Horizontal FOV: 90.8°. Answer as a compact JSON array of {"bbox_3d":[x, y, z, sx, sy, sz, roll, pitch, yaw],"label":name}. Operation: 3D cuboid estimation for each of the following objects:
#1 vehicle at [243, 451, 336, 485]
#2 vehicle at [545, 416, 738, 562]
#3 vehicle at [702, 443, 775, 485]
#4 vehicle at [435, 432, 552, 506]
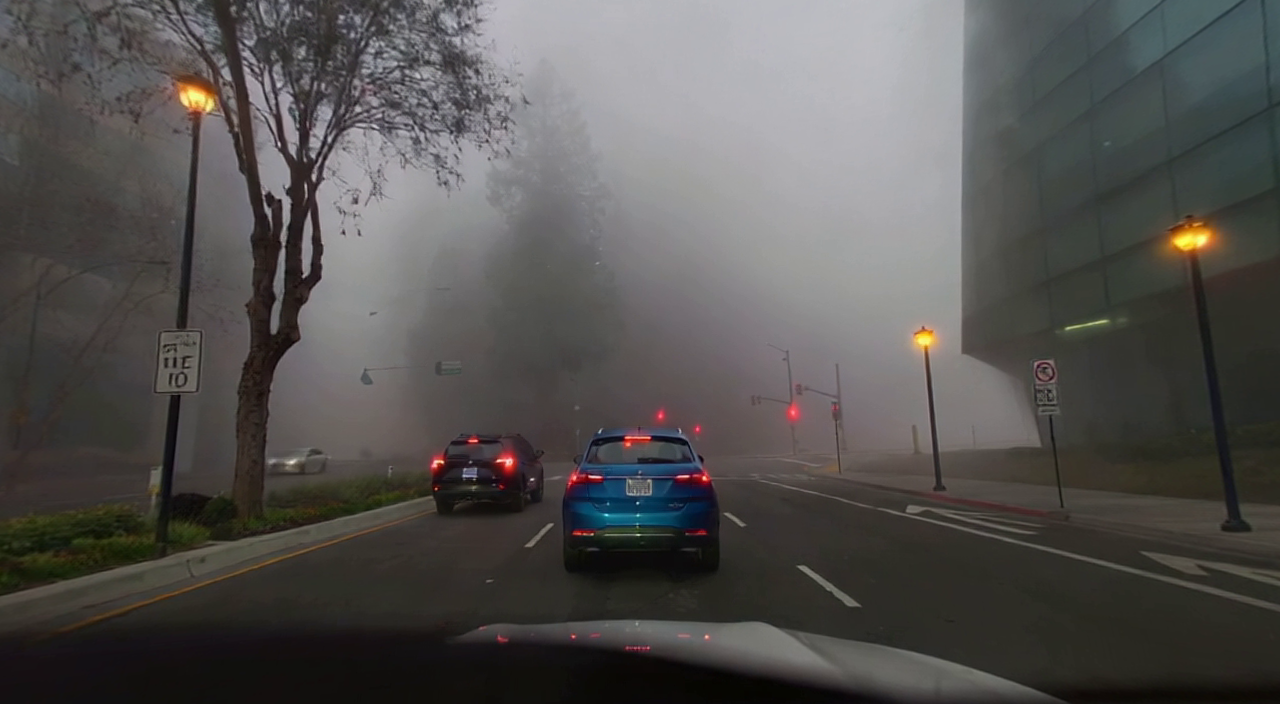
[{"bbox_3d":[-16.591,5.478,30.177,1.826,1.422,4.490,0,-8,0],"label":"vehicle"},{"bbox_3d":[-0.002,1.880,9.400,2.207,1.659,4.155,0,-8,0],"label":"vehicle"},{"bbox_3d":[3.680,4.255,24.450,2.082,1.445,4.426,0,-8,0],"label":"vehicle"},{"bbox_3d":[-3.644,2.981,16.573,2.068,1.678,4.199,0,-8,0],"label":"vehicle"}]
